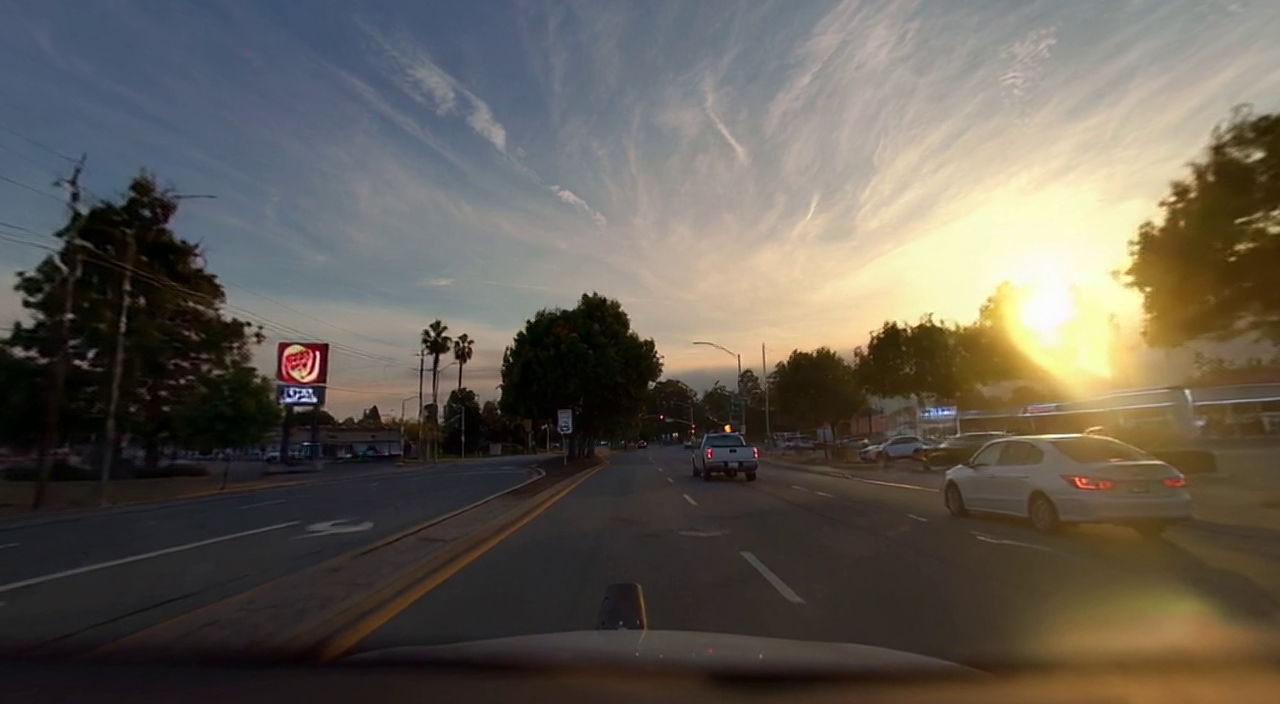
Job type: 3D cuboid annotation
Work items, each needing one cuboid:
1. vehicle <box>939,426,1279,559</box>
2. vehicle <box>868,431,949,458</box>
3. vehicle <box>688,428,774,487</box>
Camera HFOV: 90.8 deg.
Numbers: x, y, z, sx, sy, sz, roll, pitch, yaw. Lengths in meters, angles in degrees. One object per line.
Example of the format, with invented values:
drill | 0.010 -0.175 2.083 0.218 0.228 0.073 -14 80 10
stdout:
vehicle | 6.508 1.913 9.344 1.986 1.480 4.296 0 -8 -1
vehicle | 17.525 6.064 41.434 4.345 1.707 2.046 0 -8 -3
vehicle | 2.958 3.584 21.764 2.214 1.749 4.998 0 -8 0
